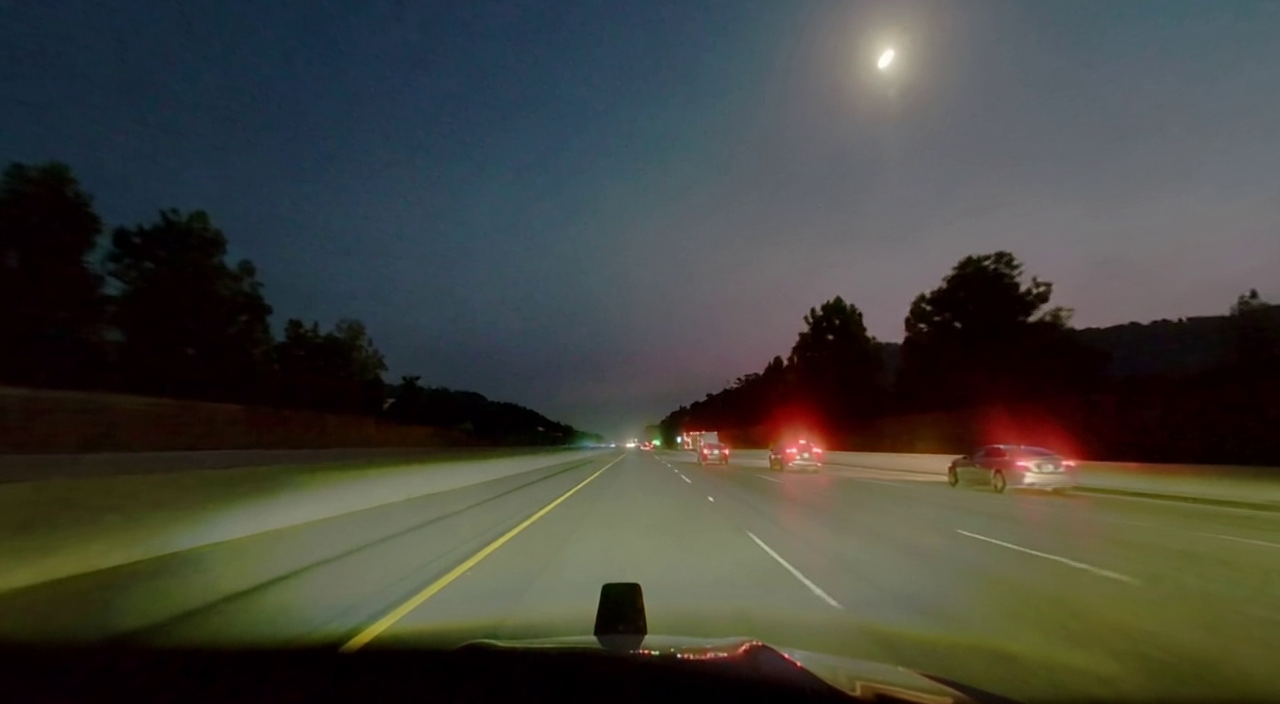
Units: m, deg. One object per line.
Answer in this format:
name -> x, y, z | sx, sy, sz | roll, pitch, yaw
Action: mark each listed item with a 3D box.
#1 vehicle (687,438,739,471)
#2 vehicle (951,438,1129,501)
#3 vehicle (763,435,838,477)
vehicle -> 3.909, 5.590, 34.541 | 2.326, 1.644, 4.206 | 0, -9, 0
vehicle -> 10.740, 3.170, 17.431 | 1.970, 1.479, 4.480 | 0, -9, 0
vehicle -> 7.227, 4.744, 28.944 | 2.178, 1.749, 4.570 | 0, -9, -1
